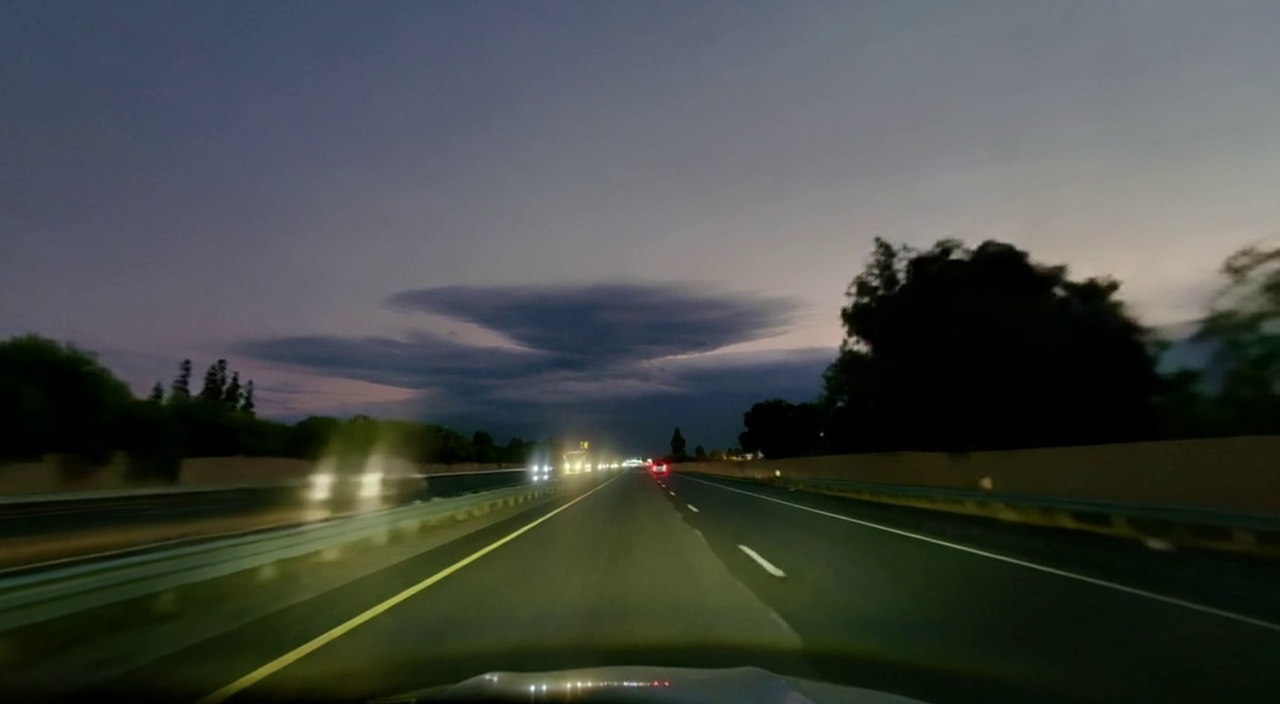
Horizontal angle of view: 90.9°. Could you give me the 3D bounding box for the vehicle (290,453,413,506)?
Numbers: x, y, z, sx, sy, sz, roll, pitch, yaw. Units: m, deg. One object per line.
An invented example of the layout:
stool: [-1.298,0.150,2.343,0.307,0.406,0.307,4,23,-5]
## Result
vehicle: [-9.256,4.155,20.730,1.938,1.521,4.459,1,-10,0]
